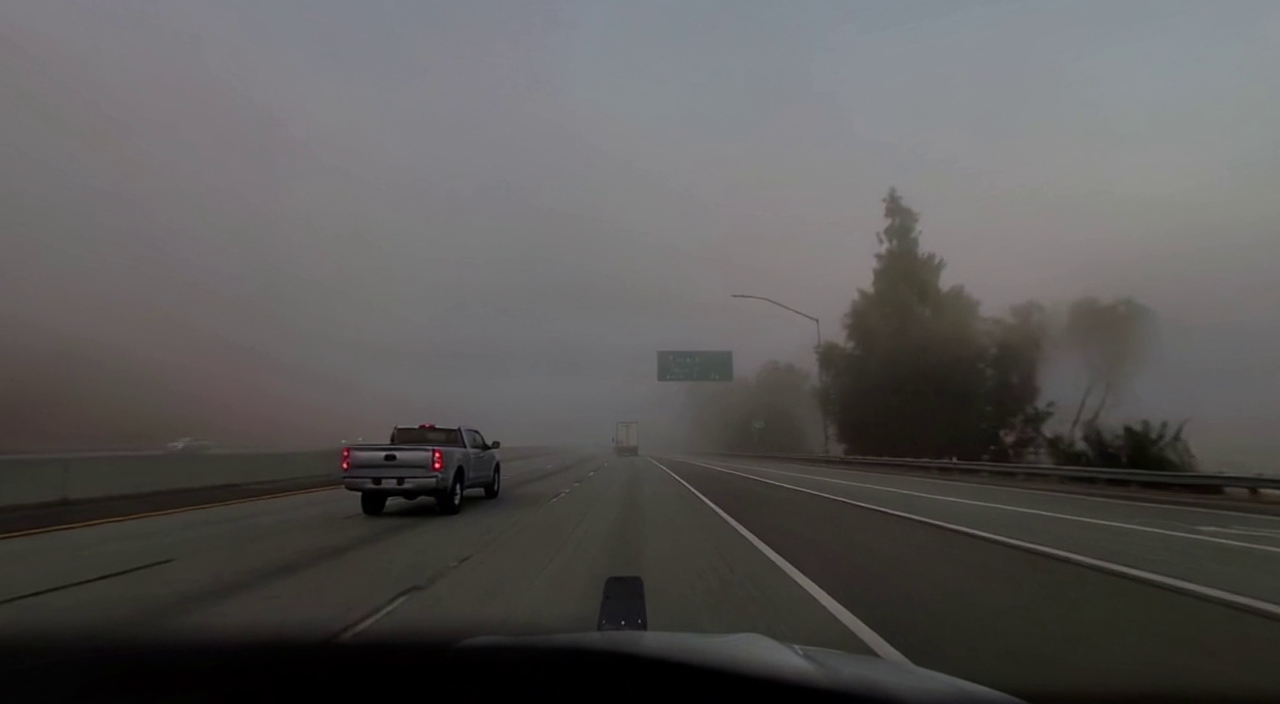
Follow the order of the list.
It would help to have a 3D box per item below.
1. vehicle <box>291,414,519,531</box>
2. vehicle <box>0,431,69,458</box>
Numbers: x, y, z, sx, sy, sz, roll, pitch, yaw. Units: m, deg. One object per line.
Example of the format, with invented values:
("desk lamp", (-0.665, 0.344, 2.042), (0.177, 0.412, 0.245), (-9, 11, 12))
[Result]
("vehicle", (-4.032, 2.186, 12.033), (2.316, 1.731, 5.126), (0, -8, 1))
("vehicle", (-39.937, 5.945, 40.455), (2.111, 1.646, 4.435), (0, -8, -1))
